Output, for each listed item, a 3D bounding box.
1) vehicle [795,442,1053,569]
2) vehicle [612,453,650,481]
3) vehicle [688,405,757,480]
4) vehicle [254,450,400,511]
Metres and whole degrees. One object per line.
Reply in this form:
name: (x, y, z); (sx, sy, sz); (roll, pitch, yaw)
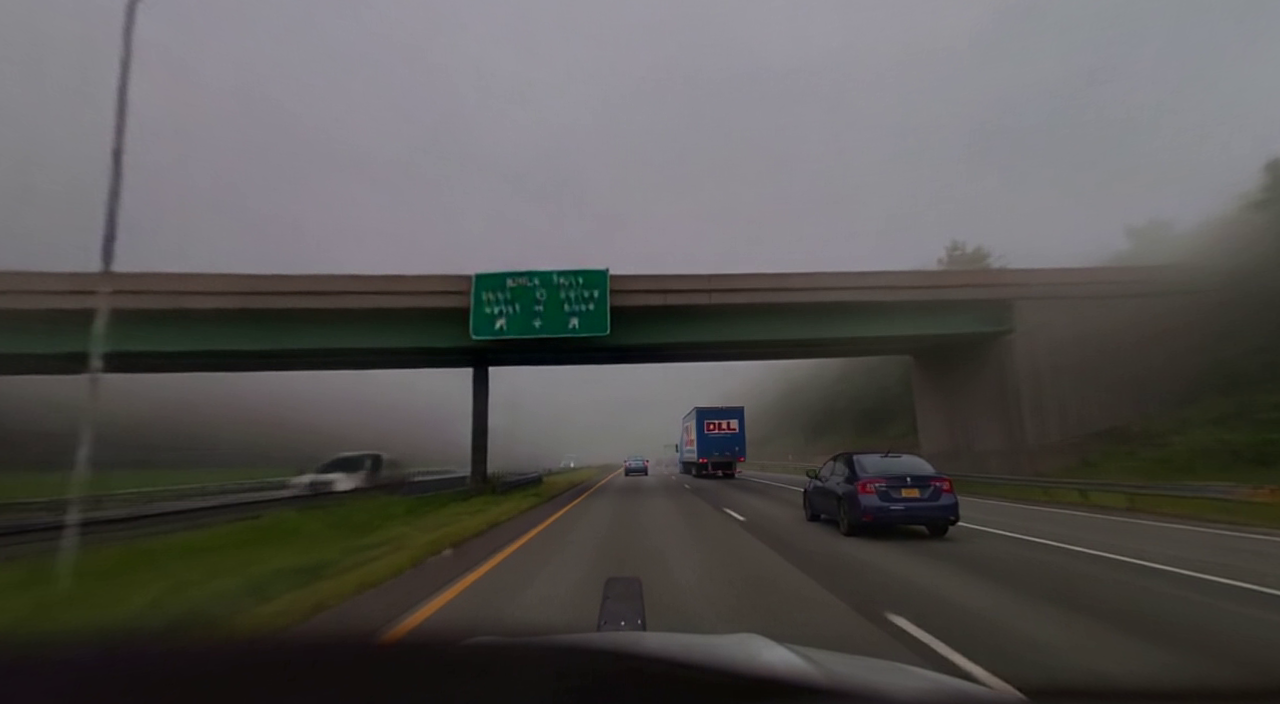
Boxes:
vehicle: (3.854, 2.130, 9.527); (1.894, 1.452, 4.164); (0, -9, -1)
vehicle: (-0.484, 6.388, 35.316); (2.055, 1.445, 3.661); (0, -9, 0)
vehicle: (4.703, 5.442, 37.767); (2.838, 3.985, 8.010); (0, -9, -1)
vehicle: (-8.769, 3.592, 18.157); (1.964, 1.521, 4.348); (0, -9, 0)
